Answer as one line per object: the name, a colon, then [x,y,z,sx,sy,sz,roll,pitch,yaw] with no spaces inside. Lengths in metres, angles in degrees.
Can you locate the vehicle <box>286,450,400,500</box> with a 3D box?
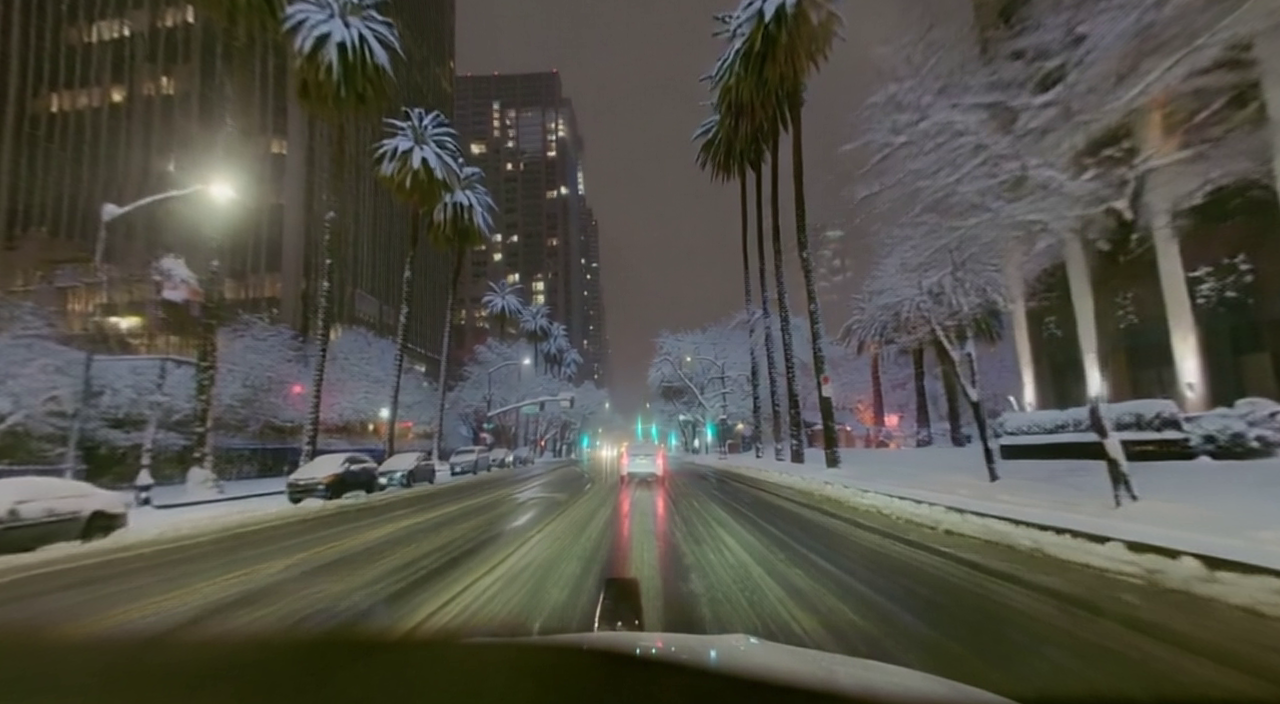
vehicle: [-12.304,5.085,26.522,2.308,1.839,4.793,-1,-9,2]

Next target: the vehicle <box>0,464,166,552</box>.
vehicle: [-12.410,3.169,12.786,1.914,1.551,4.634,-4,-12,0]

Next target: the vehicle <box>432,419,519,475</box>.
vehicle: [-12.062,7.198,47.569,3.058,3.443,12.503,-5,-9,0]

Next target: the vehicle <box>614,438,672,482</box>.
vehicle: [0.115,4.340,25.514,2.145,1.632,3.972,0,-9,0]

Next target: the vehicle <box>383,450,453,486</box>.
vehicle: [-12.032,6.280,34.530,1.981,1.803,4.835,0,-9,1]
